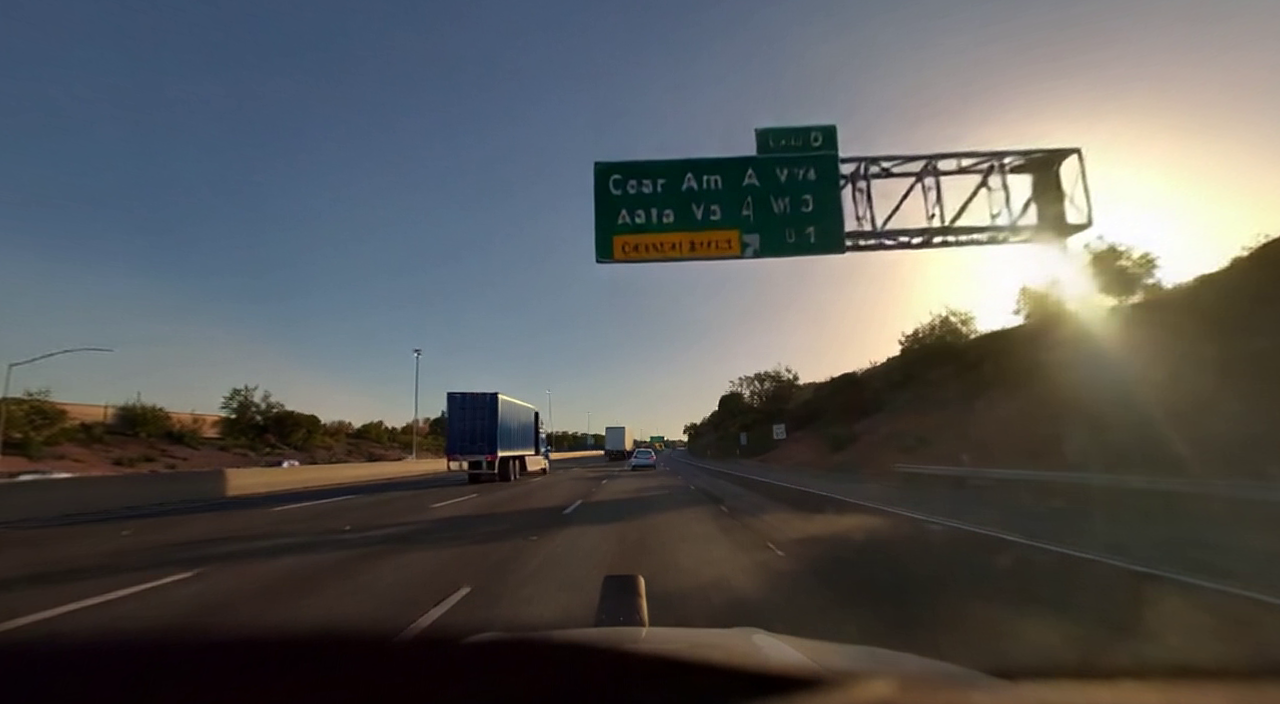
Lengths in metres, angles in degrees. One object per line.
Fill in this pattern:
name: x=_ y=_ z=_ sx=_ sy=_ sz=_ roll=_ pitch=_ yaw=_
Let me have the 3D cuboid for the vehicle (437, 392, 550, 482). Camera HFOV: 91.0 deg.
vehicle: x=-7.055 y=4.499 z=32.542 sx=3.067 sy=3.804 sz=11.136 roll=0 pitch=-9 yaw=0

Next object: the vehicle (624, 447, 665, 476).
vehicle: x=0.200 y=5.867 z=33.970 sx=2.066 sy=1.469 sz=4.050 roll=0 pitch=-9 yaw=-1
